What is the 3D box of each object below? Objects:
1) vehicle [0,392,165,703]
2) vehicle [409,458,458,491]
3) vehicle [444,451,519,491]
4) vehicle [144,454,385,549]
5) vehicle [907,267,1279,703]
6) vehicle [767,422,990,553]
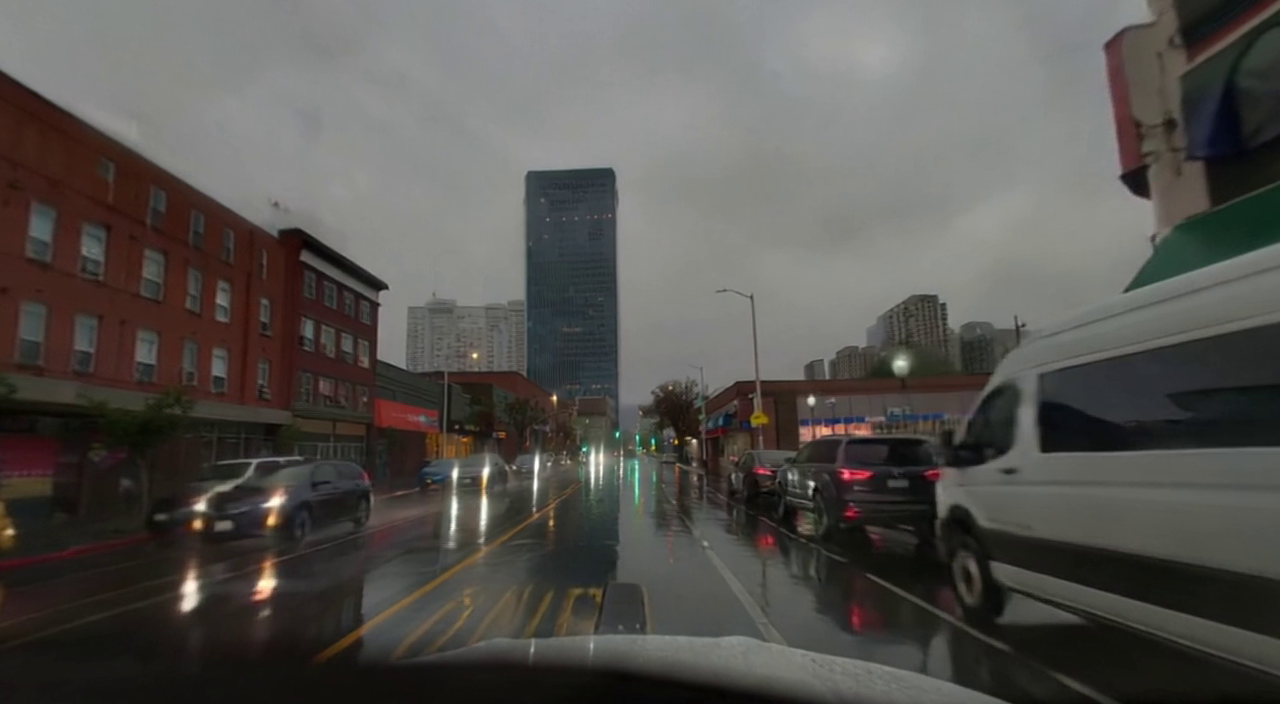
[{"bbox_3d":[-3.242,0.727,0.778,2.024,1.579,4.300,0,-9,-2],"label":"vehicle"},{"bbox_3d":[-11.456,6.792,35.206,1.586,1.397,3.473,-3,-6,0],"label":"vehicle"},{"bbox_3d":[-6.658,5.034,27.092,1.993,1.484,4.812,0,-9,0],"label":"vehicle"},{"bbox_3d":[-7.218,2.878,12.893,2.009,1.488,4.650,-1,-9,1],"label":"vehicle"},{"bbox_3d":[3.796,0.826,3.261,2.215,2.177,5.608,0,-9,-2],"label":"vehicle"},{"bbox_3d":[3.741,2.210,11.082,1.881,1.751,4.859,0,-9,-1],"label":"vehicle"}]
